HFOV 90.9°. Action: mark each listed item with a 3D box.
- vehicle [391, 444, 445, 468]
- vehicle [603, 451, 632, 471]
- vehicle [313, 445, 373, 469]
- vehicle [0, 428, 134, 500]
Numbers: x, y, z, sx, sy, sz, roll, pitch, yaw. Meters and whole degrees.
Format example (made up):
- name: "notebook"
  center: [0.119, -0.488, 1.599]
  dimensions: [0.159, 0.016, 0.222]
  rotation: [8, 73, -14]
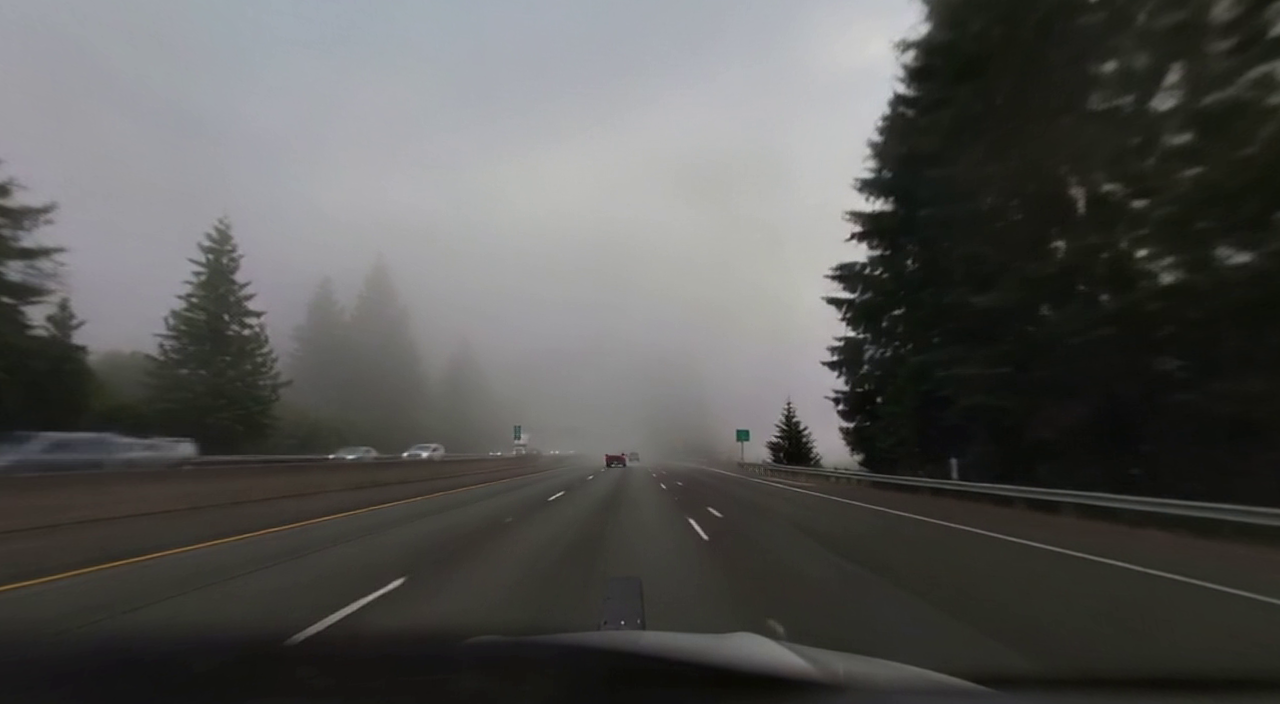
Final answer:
- name: "vehicle"
  center: [-14.531, 6.825, 41.489]
  dimensions: [1.870, 1.489, 4.417]
  rotation: [0, -9, 1]
- name: "vehicle"
  center: [-1.701, 8.329, 48.462]
  dimensions: [2.011, 1.468, 3.883]
  rotation: [0, -9, 1]
- name: "vehicle"
  center: [-18.752, 6.665, 40.007]
  dimensions: [1.949, 1.442, 3.753]
  rotation: [0, -9, 0]
- name: "vehicle"
  center: [-14.577, 2.560, 14.567]
  dimensions: [1.927, 1.514, 4.550]
  rotation: [0, -9, 0]
